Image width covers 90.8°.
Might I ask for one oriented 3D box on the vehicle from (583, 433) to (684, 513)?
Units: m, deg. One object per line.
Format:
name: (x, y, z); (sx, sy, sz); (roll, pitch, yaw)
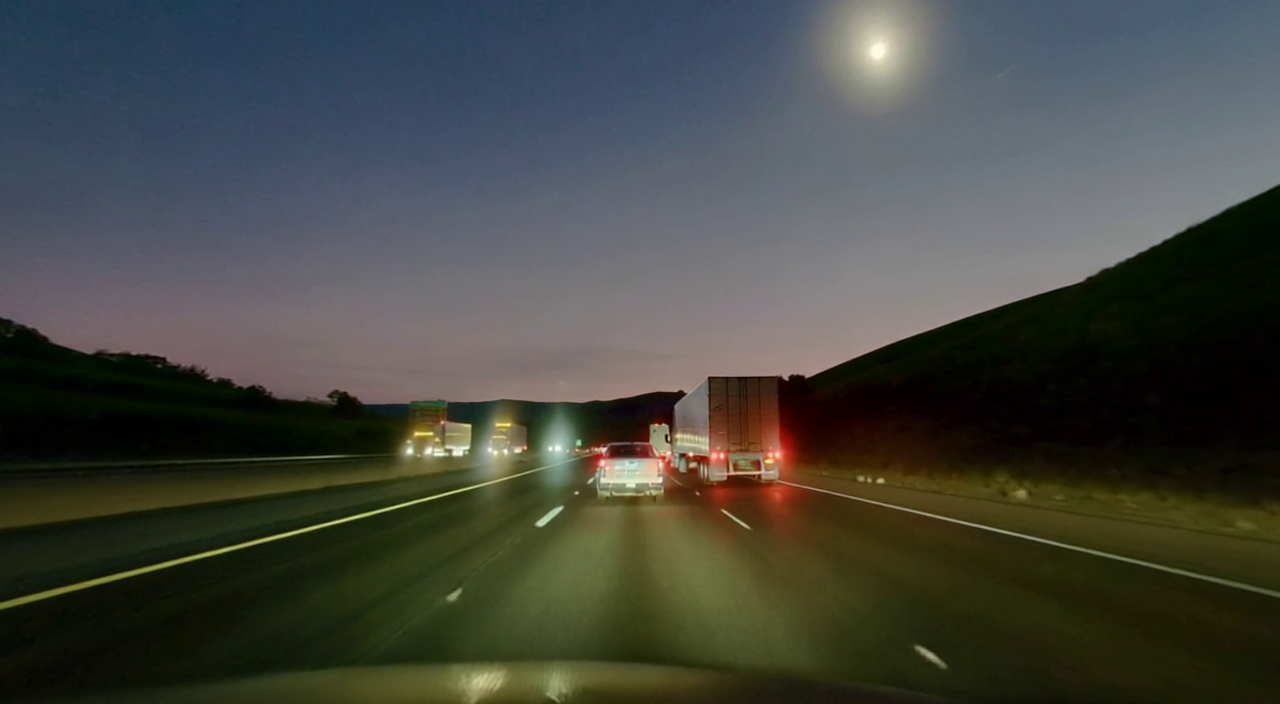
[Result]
vehicle: (-0.155, 2.813, 15.053); (2.109, 1.639, 3.768); (0, -9, -1)

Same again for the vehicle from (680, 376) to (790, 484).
vehicle: (3.981, 3.990, 30.627); (2.812, 4.024, 14.098); (0, -9, -1)
